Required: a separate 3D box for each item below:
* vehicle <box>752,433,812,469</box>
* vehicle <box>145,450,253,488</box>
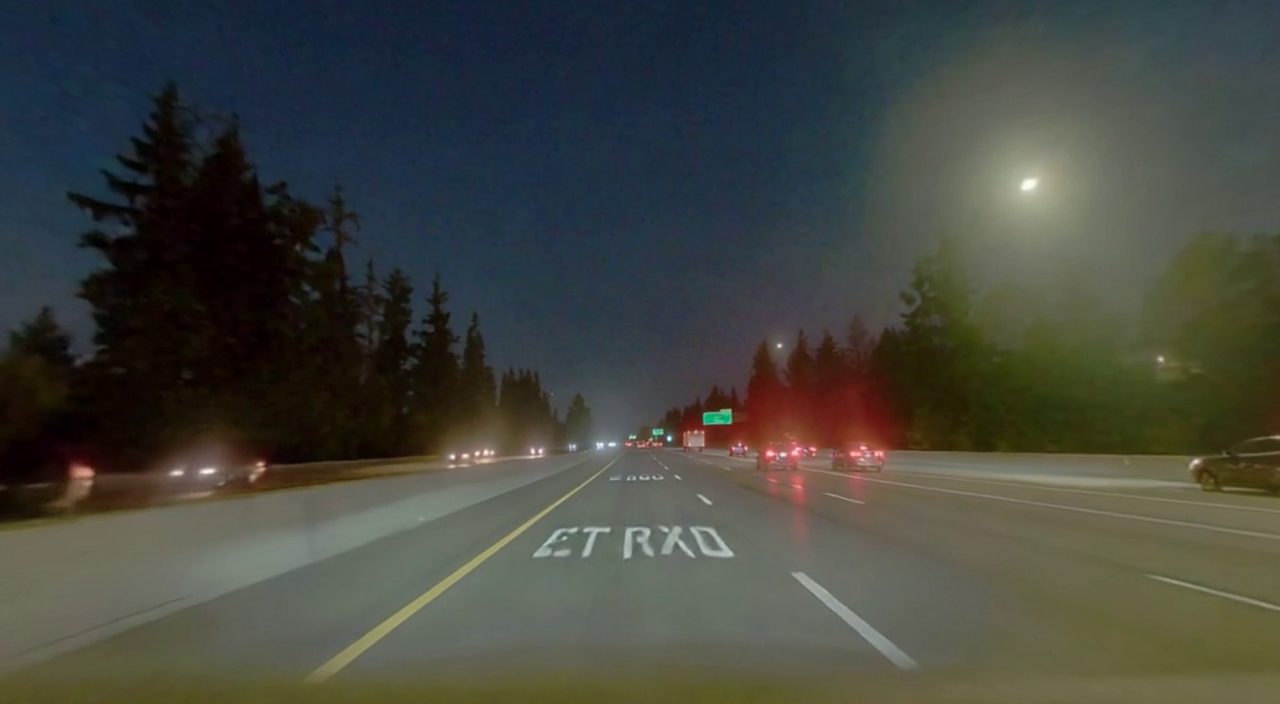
[{"bbox_3d":[7.670,5.407,34.587,2.098,1.820,4.505,0,-9,-2],"label":"vehicle"},{"bbox_3d":[-20.986,5.536,30.369,1.879,1.647,4.631,0,-9,-1],"label":"vehicle"}]
